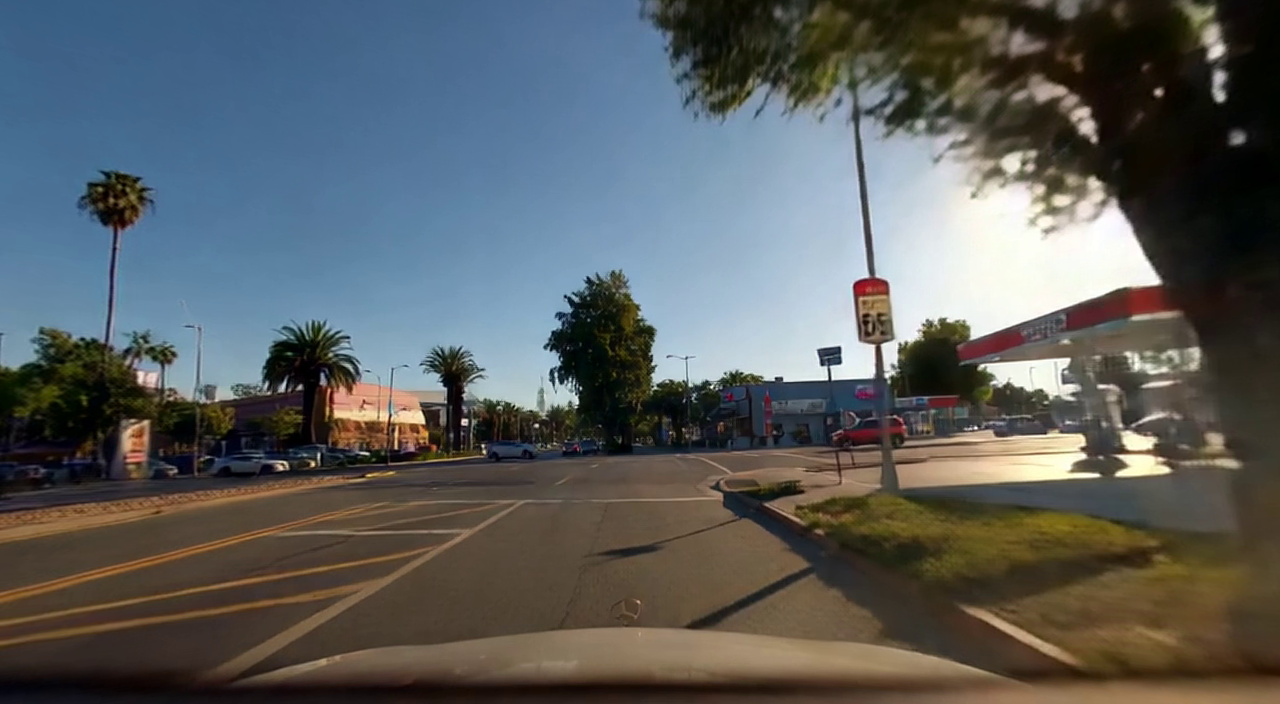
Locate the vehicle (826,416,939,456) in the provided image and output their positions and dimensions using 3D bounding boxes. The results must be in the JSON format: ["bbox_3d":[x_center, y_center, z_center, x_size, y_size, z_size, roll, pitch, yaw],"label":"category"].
[{"bbox_3d":[11.851,4.156,30.996,4.640,1.800,2.026,-1,-8,-1],"label":"vehicle"}]
